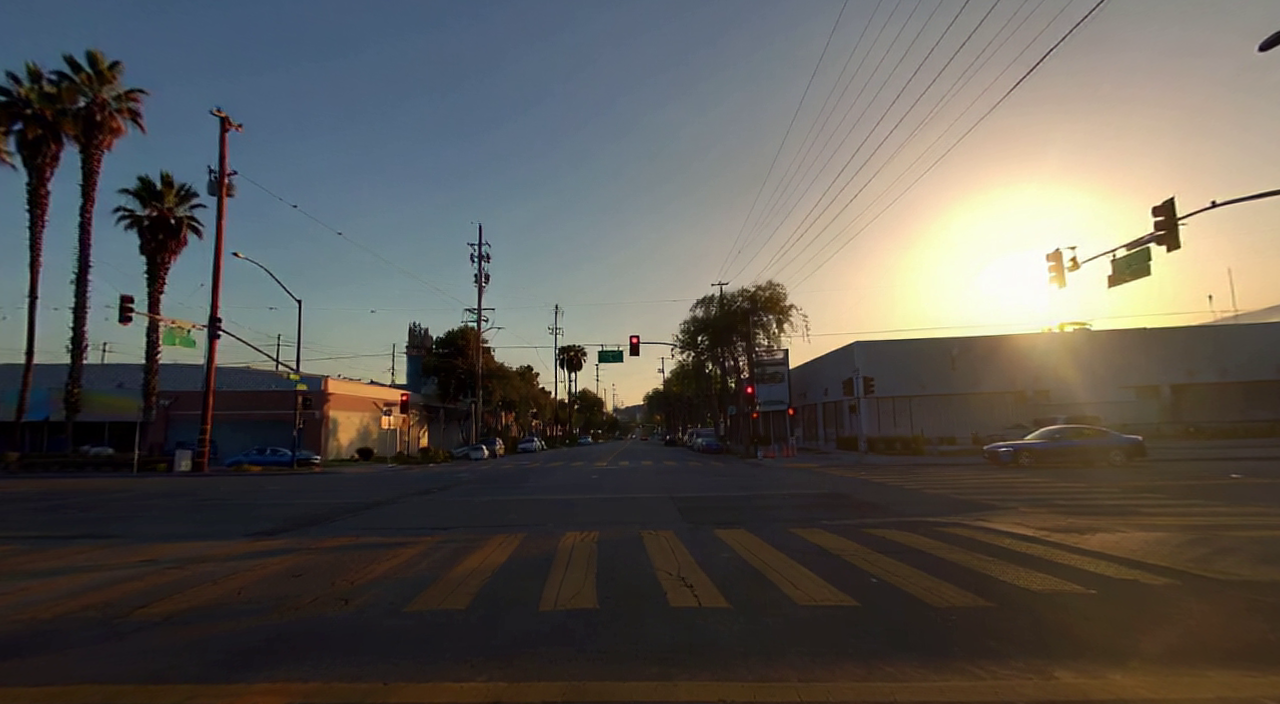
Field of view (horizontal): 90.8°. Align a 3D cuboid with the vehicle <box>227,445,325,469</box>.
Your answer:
[{"bbox_3d":[-22.315,6.436,38.837,4.849,1.444,1.881,0,-8,1],"label":"vehicle"}]

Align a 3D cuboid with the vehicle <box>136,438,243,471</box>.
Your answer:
[{"bbox_3d":[-25.917,5.924,36.466,4.613,1.820,2.021,-1,-9,3],"label":"vehicle"}]

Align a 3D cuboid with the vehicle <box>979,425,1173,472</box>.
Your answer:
[{"bbox_3d":[14.422,3.228,21.172,4.918,1.479,1.897,-1,-9,7],"label":"vehicle"}]

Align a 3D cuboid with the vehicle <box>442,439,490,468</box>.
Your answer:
[{"bbox_3d":[-11.966,6.989,43.794,2.016,1.717,4.287,0,-6,1],"label":"vehicle"}]
